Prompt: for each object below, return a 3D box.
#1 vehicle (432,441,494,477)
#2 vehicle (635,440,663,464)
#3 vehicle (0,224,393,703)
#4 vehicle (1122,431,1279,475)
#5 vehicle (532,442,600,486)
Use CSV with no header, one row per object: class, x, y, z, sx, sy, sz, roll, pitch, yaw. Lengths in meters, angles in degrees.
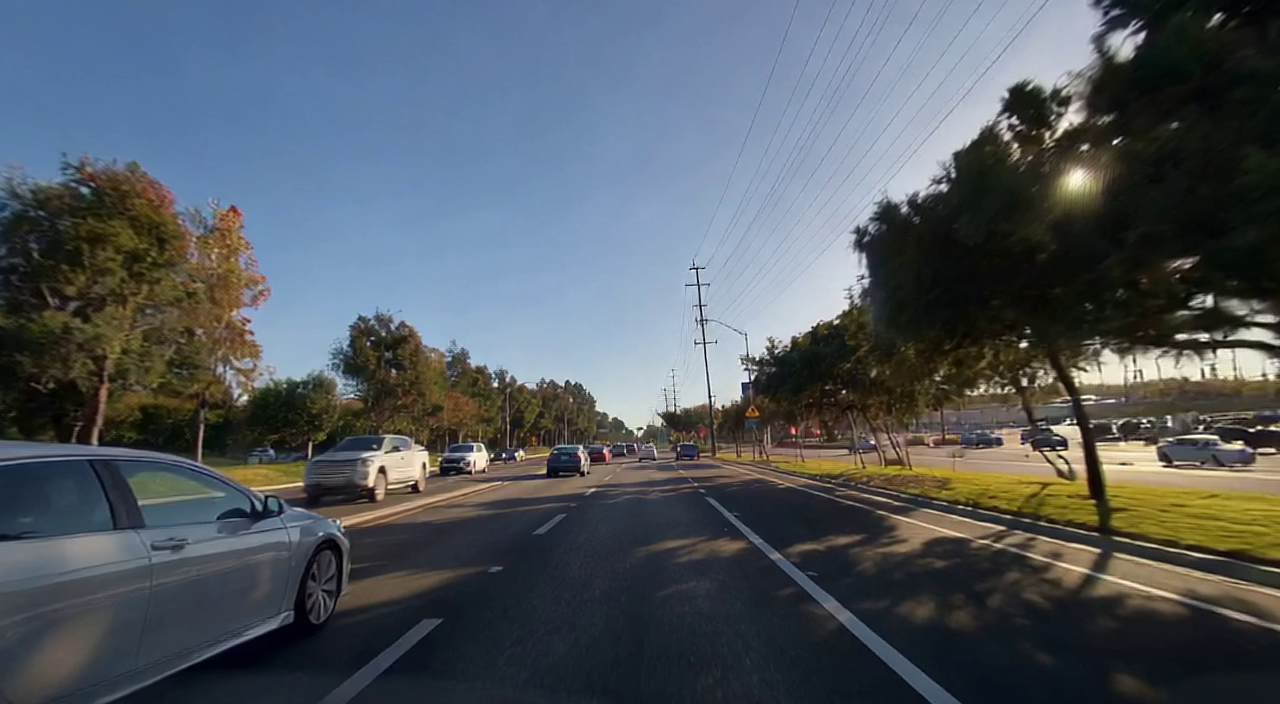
vehicle,-9.457,5.732,34.096,2.030,1.772,4.513,-2,-9,1
vehicle,0.676,7.862,49.802,2.155,1.781,3.977,0,-9,0
vehicle,-3.023,0.611,1.689,2.381,1.961,5.563,0,-9,1
vehicle,20.348,3.654,22.899,4.001,1.471,1.986,0,-9,-3
vehicle,-2.634,4.105,23.361,1.982,1.451,4.152,0,-9,1
